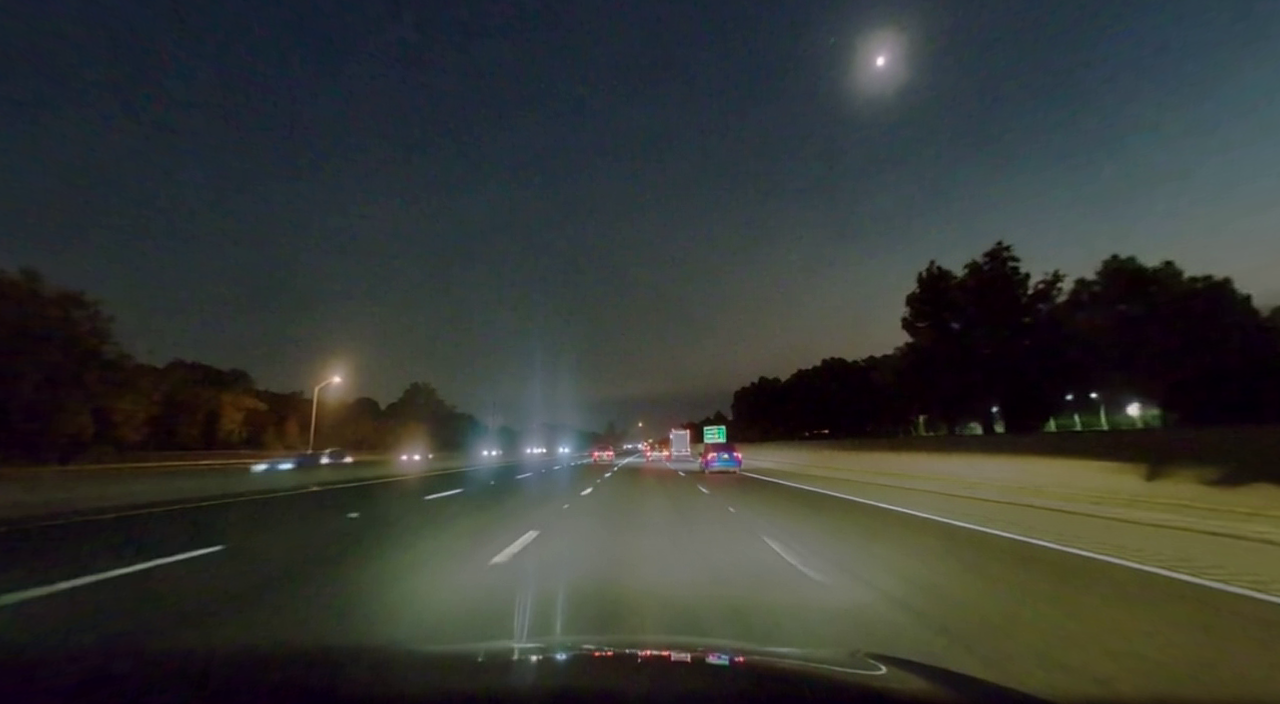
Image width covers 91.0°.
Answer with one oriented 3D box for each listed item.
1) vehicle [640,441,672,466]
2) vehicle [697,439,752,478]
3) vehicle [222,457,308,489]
[{"bbox_3d":[1.155,7.599,47.202,2.205,1.785,4.423,1,-9,0],"label":"vehicle"},{"bbox_3d":[4.040,5.165,30.729,2.082,1.720,4.393,1,-9,0],"label":"vehicle"},{"bbox_3d":[-21.272,6.854,35.943,1.970,1.553,4.519,0,-9,2],"label":"vehicle"}]
